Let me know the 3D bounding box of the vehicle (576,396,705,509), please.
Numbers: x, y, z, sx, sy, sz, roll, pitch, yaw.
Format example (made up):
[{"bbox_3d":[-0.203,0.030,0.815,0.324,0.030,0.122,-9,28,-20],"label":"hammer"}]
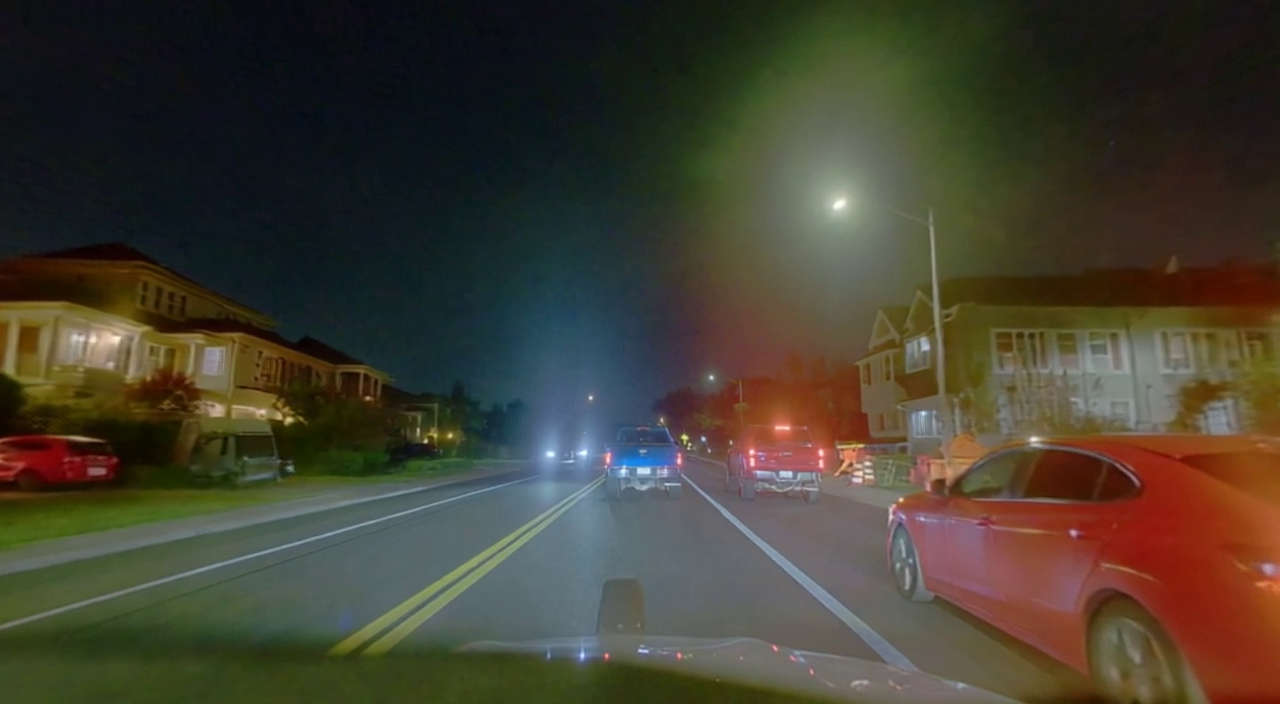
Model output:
[{"bbox_3d":[0.059,2.621,16.697,2.751,2.361,6.347,1,-9,1],"label":"vehicle"}]

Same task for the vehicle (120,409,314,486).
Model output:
[{"bbox_3d":[-13.390,3.104,20.522,2.475,2.157,5.567,0,-8,-1],"label":"vehicle"}]

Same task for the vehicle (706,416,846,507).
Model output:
[{"bbox_3d":[3.295,2.835,16.761,2.486,1.993,5.667,0,-8,0],"label":"vehicle"}]

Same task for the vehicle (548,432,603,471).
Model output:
[{"bbox_3d":[-3.500,5.585,35.324,2.306,2.005,5.773,0,-8,2],"label":"vehicle"}]

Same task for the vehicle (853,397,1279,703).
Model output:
[{"bbox_3d":[3.072,1.165,3.780,2.010,1.499,4.481,0,-8,0],"label":"vehicle"}]
